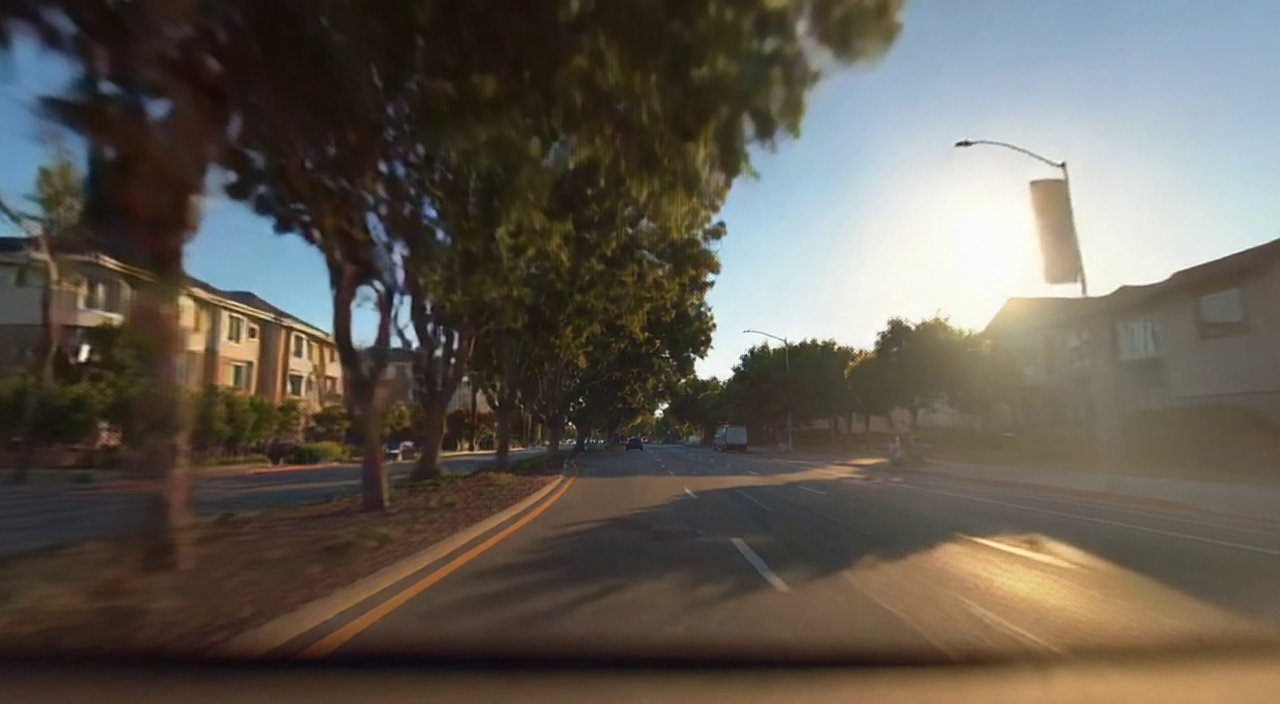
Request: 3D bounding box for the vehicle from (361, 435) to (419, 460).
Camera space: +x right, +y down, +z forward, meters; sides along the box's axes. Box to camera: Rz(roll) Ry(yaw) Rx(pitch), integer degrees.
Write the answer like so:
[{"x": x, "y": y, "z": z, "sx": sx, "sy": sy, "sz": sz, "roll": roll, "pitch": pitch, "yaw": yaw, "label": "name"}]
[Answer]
[{"x": -19.619, "y": 7.564, "z": 49.911, "sx": 2.146, "sy": 1.848, "sz": 5.680, "roll": 0, "pitch": -9, "yaw": 2, "label": "vehicle"}]
